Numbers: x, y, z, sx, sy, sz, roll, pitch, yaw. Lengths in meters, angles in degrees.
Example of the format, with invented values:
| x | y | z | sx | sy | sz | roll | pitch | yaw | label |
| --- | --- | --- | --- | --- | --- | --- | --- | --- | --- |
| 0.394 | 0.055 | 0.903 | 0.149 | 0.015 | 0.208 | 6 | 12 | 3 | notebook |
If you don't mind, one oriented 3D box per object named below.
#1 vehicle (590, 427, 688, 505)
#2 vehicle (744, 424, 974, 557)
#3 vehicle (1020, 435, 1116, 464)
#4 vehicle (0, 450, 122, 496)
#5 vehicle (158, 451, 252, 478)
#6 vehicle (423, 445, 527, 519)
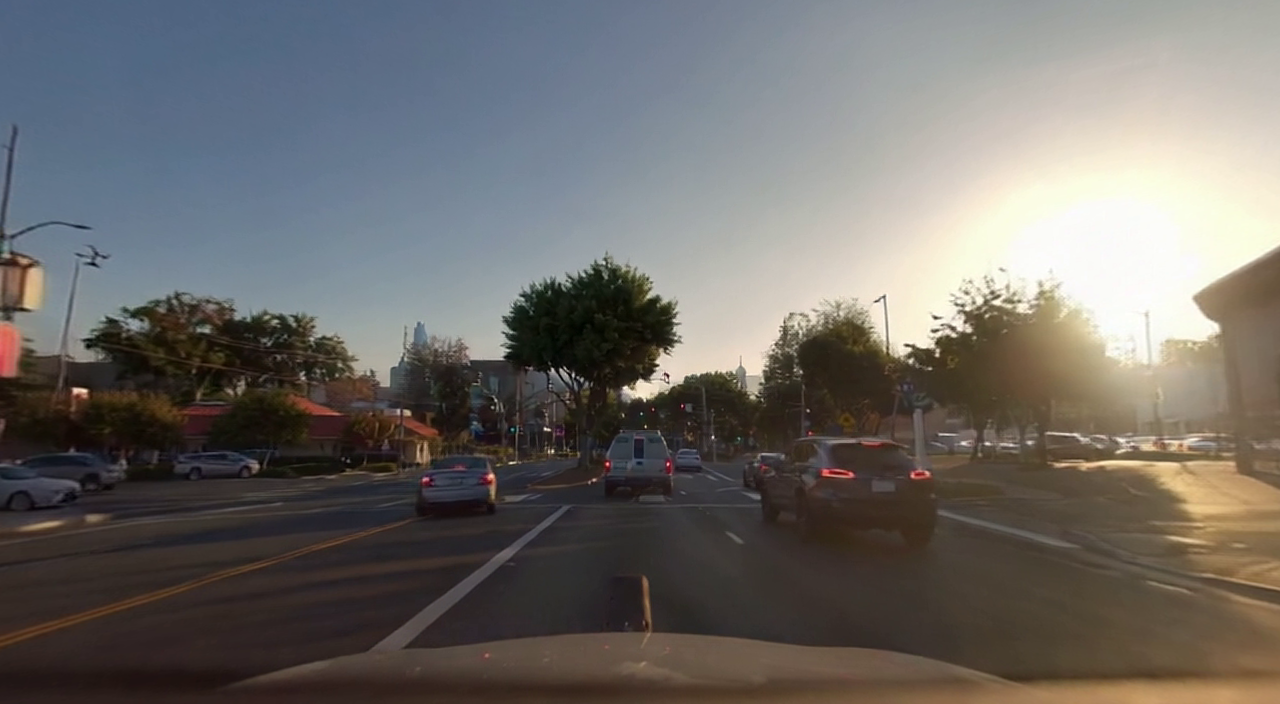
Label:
| x | y | z | sx | sy | sz | roll | pitch | yaw | label |
| --- | --- | --- | --- | --- | --- | --- | --- | --- | --- |
| -0.051 | 3.445 | 19.619 | 2.638 | 2.065 | 5.313 | 0 | -8 | 0 | vehicle |
| 3.367 | 2.228 | 10.959 | 2.276 | 1.787 | 4.630 | 0 | -8 | -1 | vehicle |
| 23.621 | 5.394 | 34.987 | 4.092 | 1.496 | 1.889 | -4 | -9 | 25 | vehicle |
| -26.380 | 5.331 | 28.241 | 2.123 | 1.820 | 5.136 | 0 | -8 | -3 | vehicle |
| -27.415 | 7.092 | 39.805 | 4.458 | 1.608 | 2.051 | 0 | -8 | 2 | vehicle |
| -4.310 | 3.150 | 15.973 | 1.975 | 1.570 | 4.456 | 3 | -9 | -21 | vehicle |
